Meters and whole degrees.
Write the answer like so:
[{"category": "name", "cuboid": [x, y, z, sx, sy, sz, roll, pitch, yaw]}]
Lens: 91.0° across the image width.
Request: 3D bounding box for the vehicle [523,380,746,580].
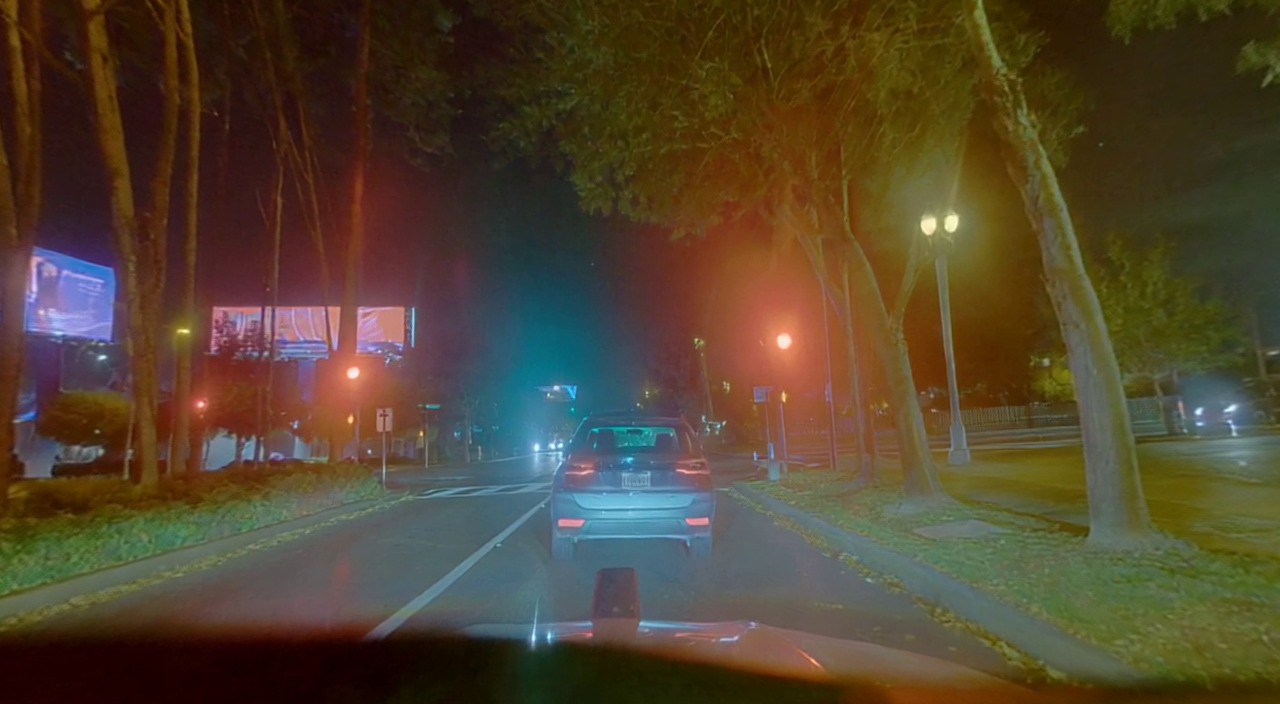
[{"category": "vehicle", "cuboid": [-0.054, 1.508, 8.063, 2.142, 1.904, 3.816, -1, -8, 0]}]
